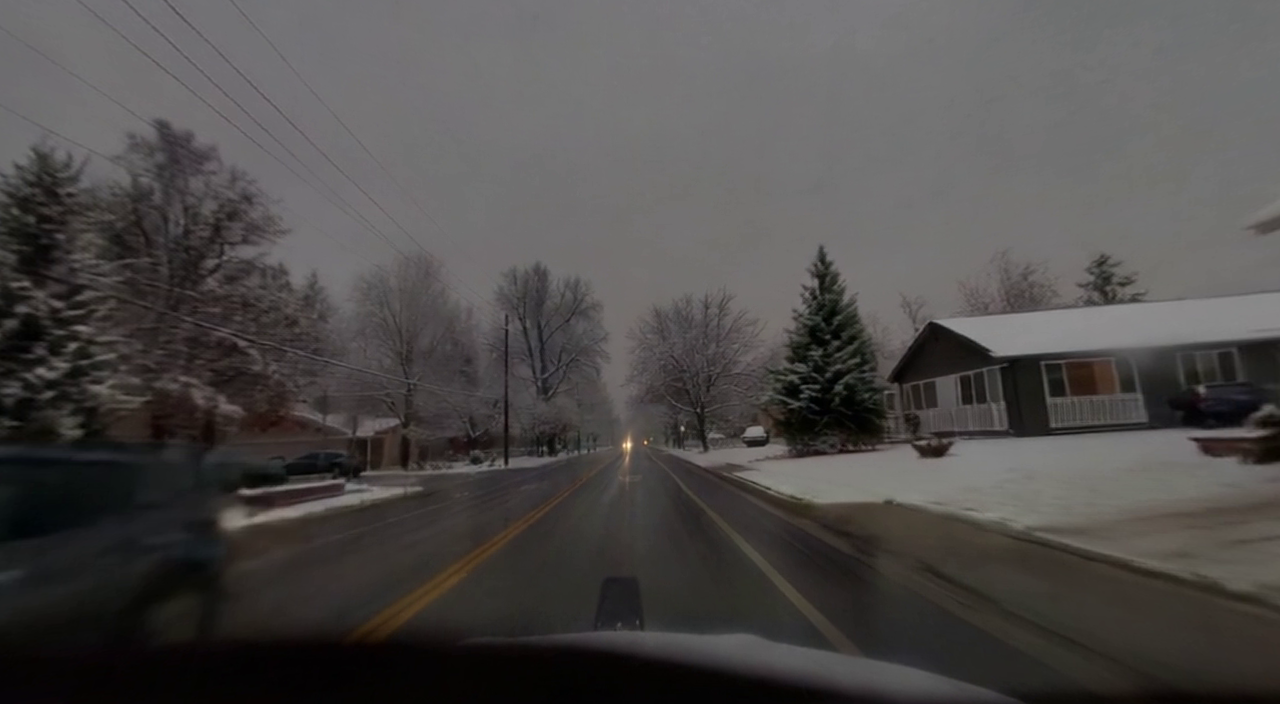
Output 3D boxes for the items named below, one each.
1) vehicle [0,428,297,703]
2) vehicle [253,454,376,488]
[{"bbox_3d":[-3.664,1.089,2.591,1.996,1.519,4.559,-1,-8,-1],"label":"vehicle"},{"bbox_3d":[-15.089,5.523,29.436,4.779,1.453,1.970,-2,-8,9],"label":"vehicle"}]
